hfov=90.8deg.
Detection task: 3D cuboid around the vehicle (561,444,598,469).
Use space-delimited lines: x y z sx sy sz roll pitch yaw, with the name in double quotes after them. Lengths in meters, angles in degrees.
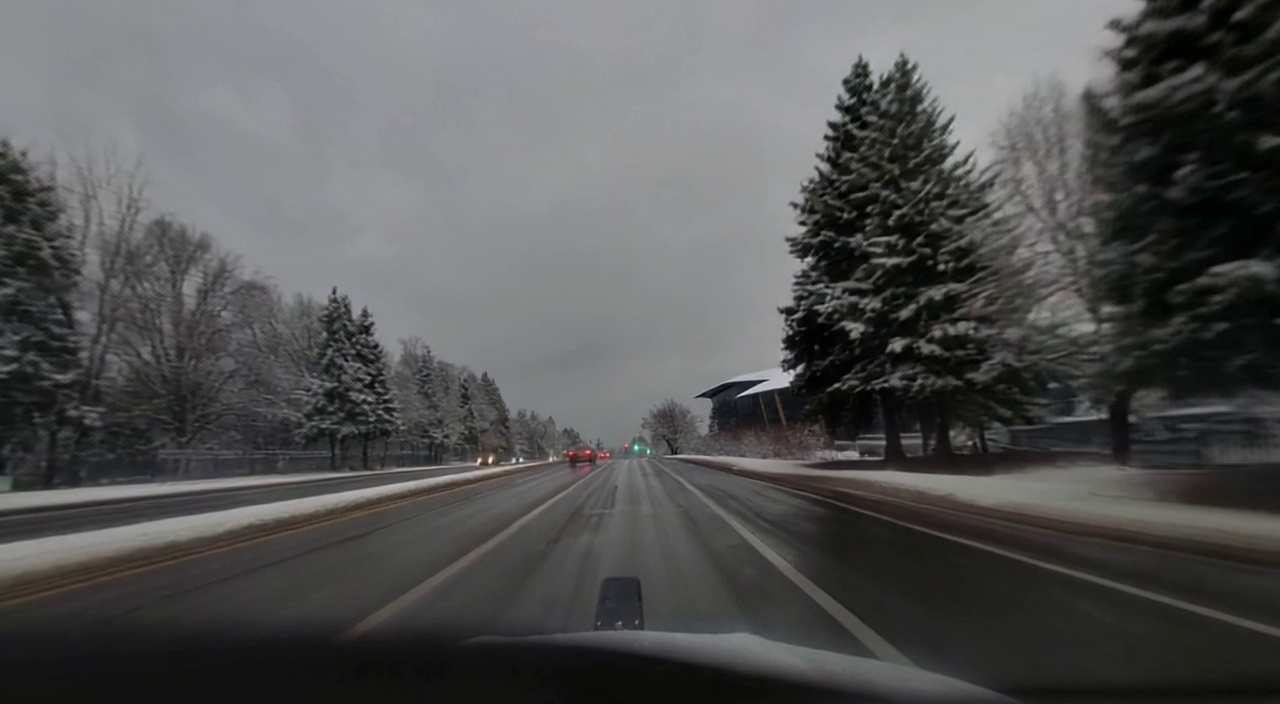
-3.874 6.777 41.147 1.984 1.521 4.682 0 -8 0 "vehicle"
